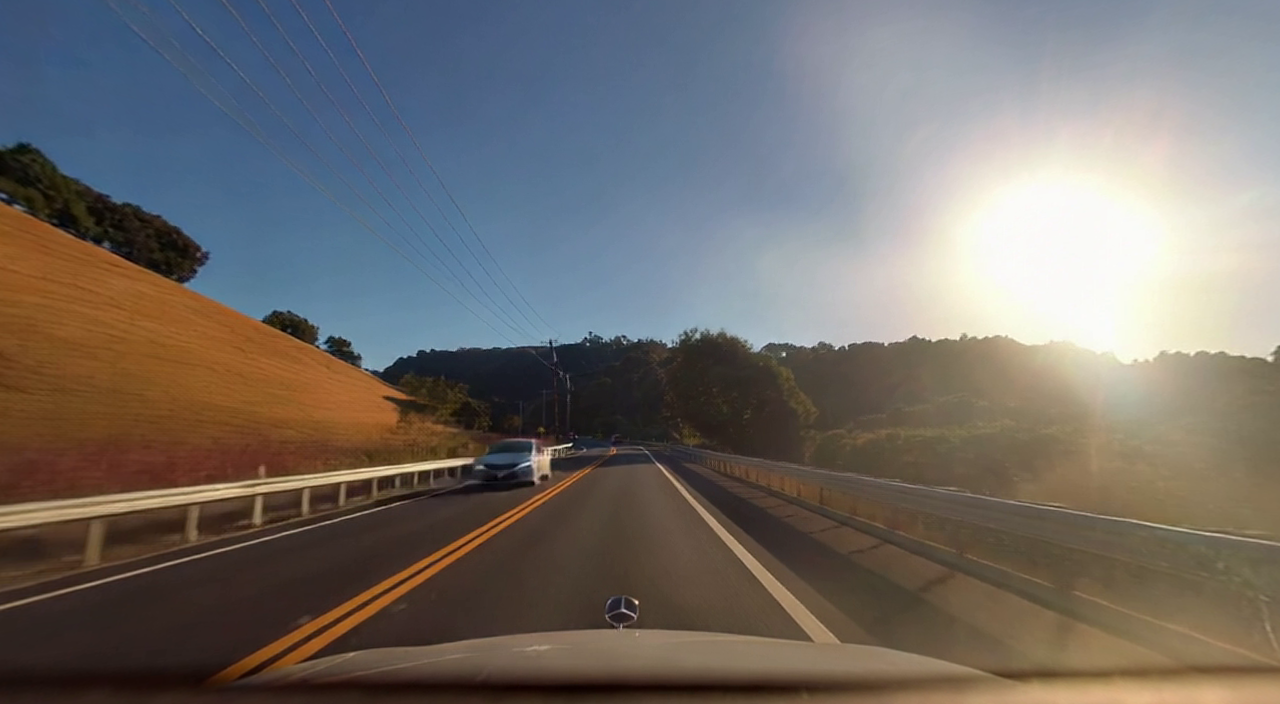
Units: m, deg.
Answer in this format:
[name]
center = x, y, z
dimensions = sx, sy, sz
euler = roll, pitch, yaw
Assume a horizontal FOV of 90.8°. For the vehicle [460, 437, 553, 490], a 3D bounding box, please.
[vehicle]
center = -4.173, 3.561, 20.498
dimensions = 2.047, 1.486, 4.405
euler = 0, -9, 0
